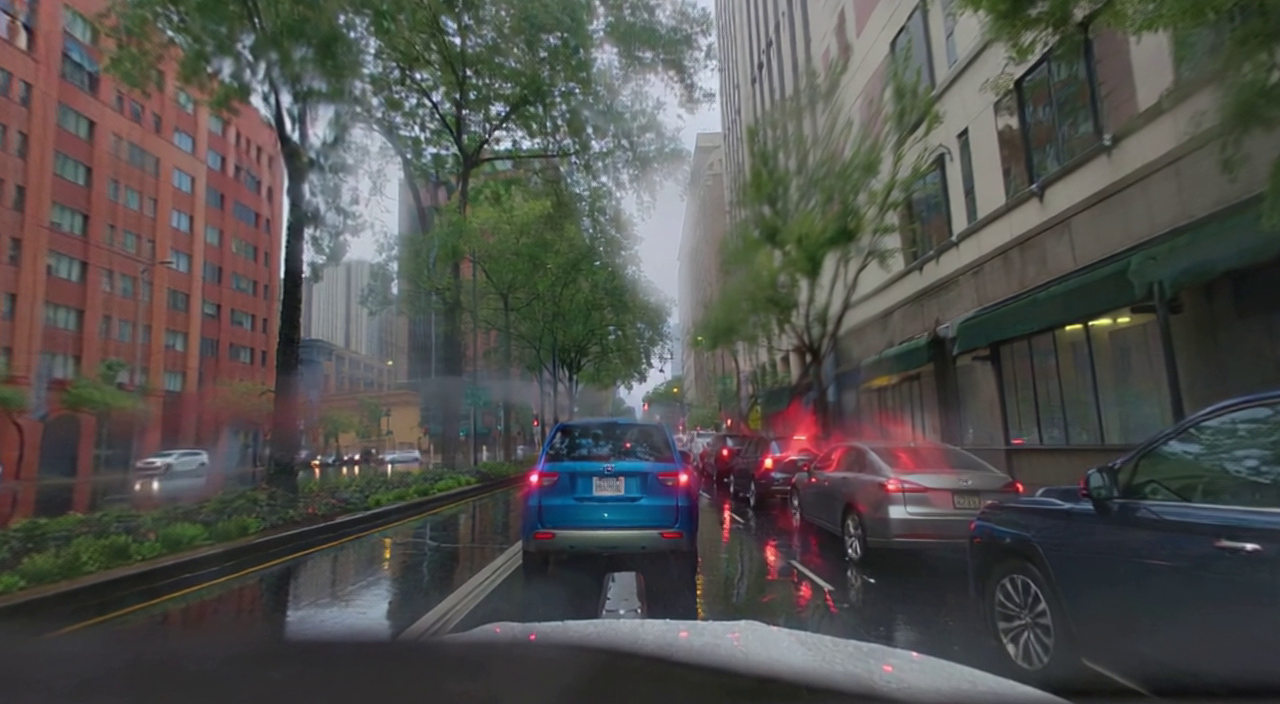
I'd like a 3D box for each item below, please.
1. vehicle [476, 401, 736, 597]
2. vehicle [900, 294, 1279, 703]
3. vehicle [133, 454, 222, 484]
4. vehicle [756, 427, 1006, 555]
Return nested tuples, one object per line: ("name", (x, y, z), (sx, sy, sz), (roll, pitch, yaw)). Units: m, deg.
("vehicle", (-0.346, 1.588, 7.618), (2.249, 1.684, 4.084), (0, -9, -1))
("vehicle", (2.995, 0.753, 2.245), (2.063, 1.760, 4.664), (0, -9, -1))
("vehicle", (-25.841, 6.537, 35.552), (1.960, 1.459, 4.699), (1, -9, -8))
("vehicle", (3.270, 1.990, 9.799), (1.941, 1.482, 4.632), (0, -9, -2))
